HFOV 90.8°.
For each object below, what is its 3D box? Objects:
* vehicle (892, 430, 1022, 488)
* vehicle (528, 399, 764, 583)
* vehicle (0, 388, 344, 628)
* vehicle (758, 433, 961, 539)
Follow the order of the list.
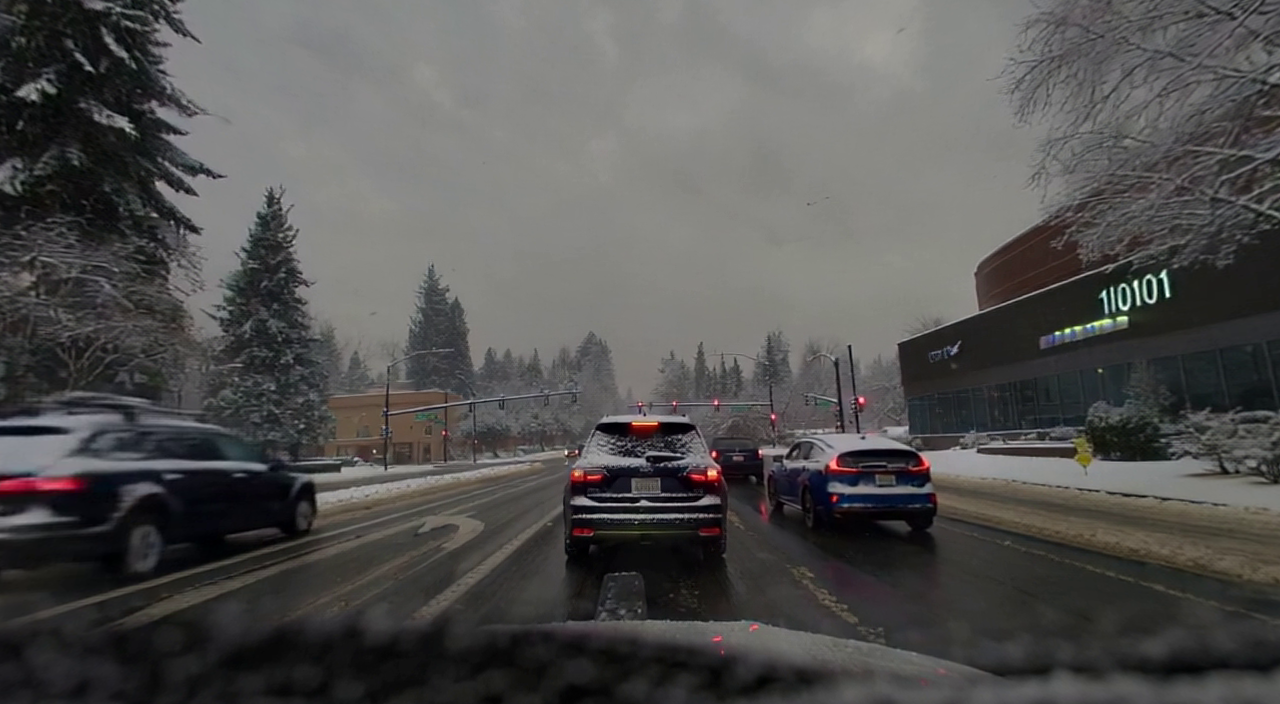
[{"bbox_3d":[10.866,3.699,22.133,2.123,1.812,4.553,0,-9,-1],"label":"vehicle"},{"bbox_3d":[0.059,1.654,8.245,2.266,1.762,4.131,0,-9,0],"label":"vehicle"},{"bbox_3d":[-5.991,1.572,7.436,2.555,1.819,5.145,0,-9,-1],"label":"vehicle"},{"bbox_3d":[3.516,2.233,11.169,1.997,1.471,4.321,0,-9,-1],"label":"vehicle"}]
